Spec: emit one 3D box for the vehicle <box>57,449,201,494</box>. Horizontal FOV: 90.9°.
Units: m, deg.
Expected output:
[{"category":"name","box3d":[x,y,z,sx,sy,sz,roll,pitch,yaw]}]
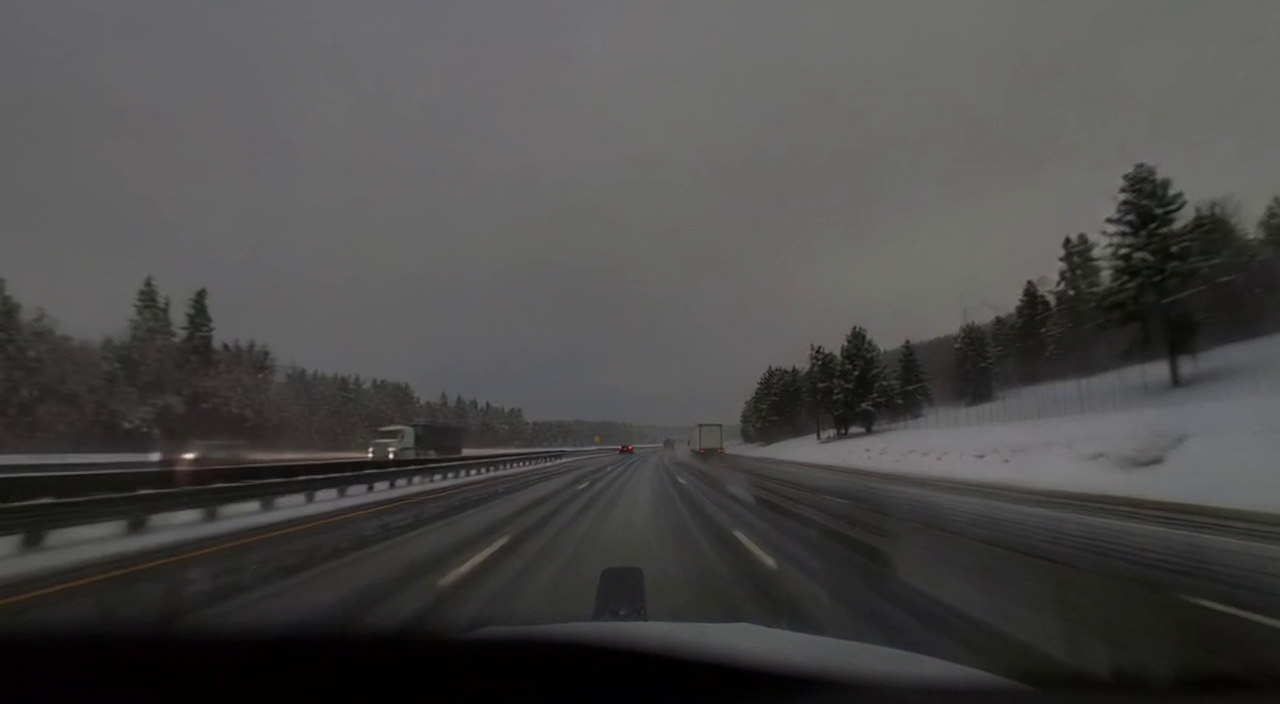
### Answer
[{"category":"vehicle","box3d":[-20.400,4.751,25.495,1.852,1.597,4.638,-1,-8,1]}]
